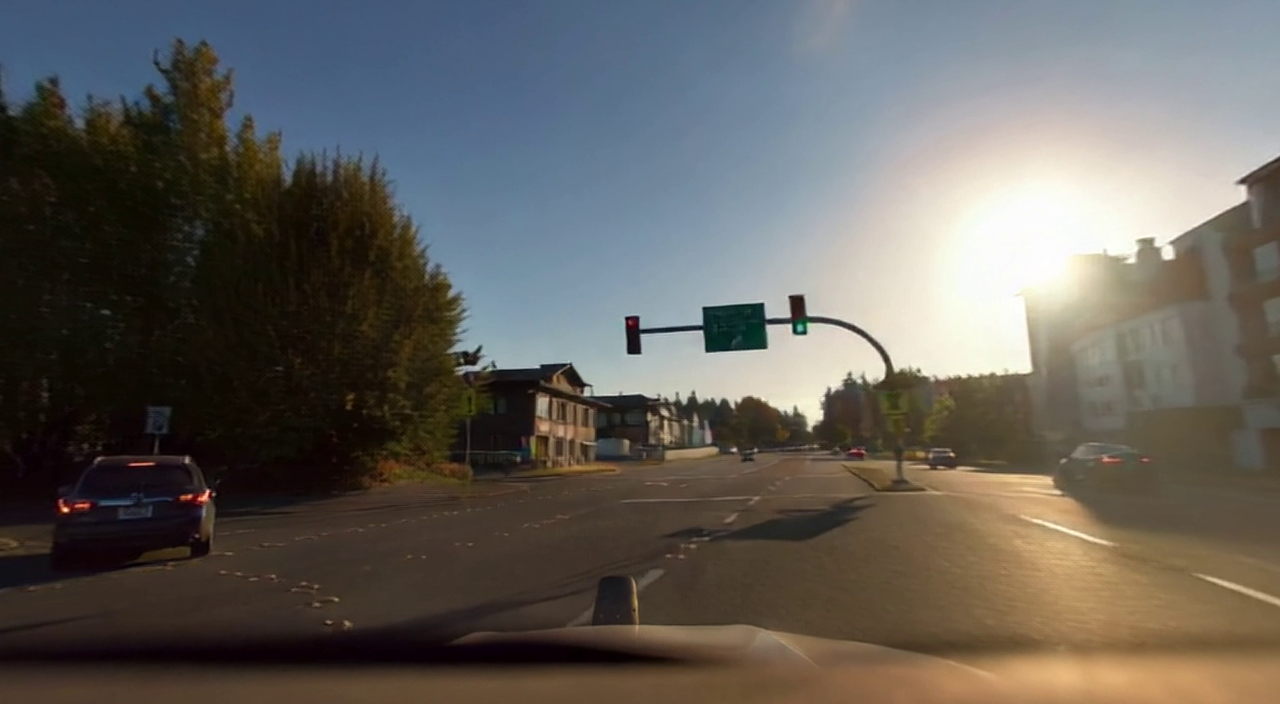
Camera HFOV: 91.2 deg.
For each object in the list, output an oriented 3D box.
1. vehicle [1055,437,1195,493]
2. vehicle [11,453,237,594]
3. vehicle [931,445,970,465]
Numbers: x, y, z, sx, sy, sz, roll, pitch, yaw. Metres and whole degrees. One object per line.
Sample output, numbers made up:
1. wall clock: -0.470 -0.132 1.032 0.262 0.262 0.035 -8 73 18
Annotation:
1. vehicle: 15.628 3.644 20.532 2.007 1.586 4.210 -3 -9 14
2. vehicle: -7.231 2.258 9.150 2.014 1.525 3.670 5 -11 -34
3. vehicle: 24.565 8.172 49.706 1.931 1.475 4.092 -3 -9 14
